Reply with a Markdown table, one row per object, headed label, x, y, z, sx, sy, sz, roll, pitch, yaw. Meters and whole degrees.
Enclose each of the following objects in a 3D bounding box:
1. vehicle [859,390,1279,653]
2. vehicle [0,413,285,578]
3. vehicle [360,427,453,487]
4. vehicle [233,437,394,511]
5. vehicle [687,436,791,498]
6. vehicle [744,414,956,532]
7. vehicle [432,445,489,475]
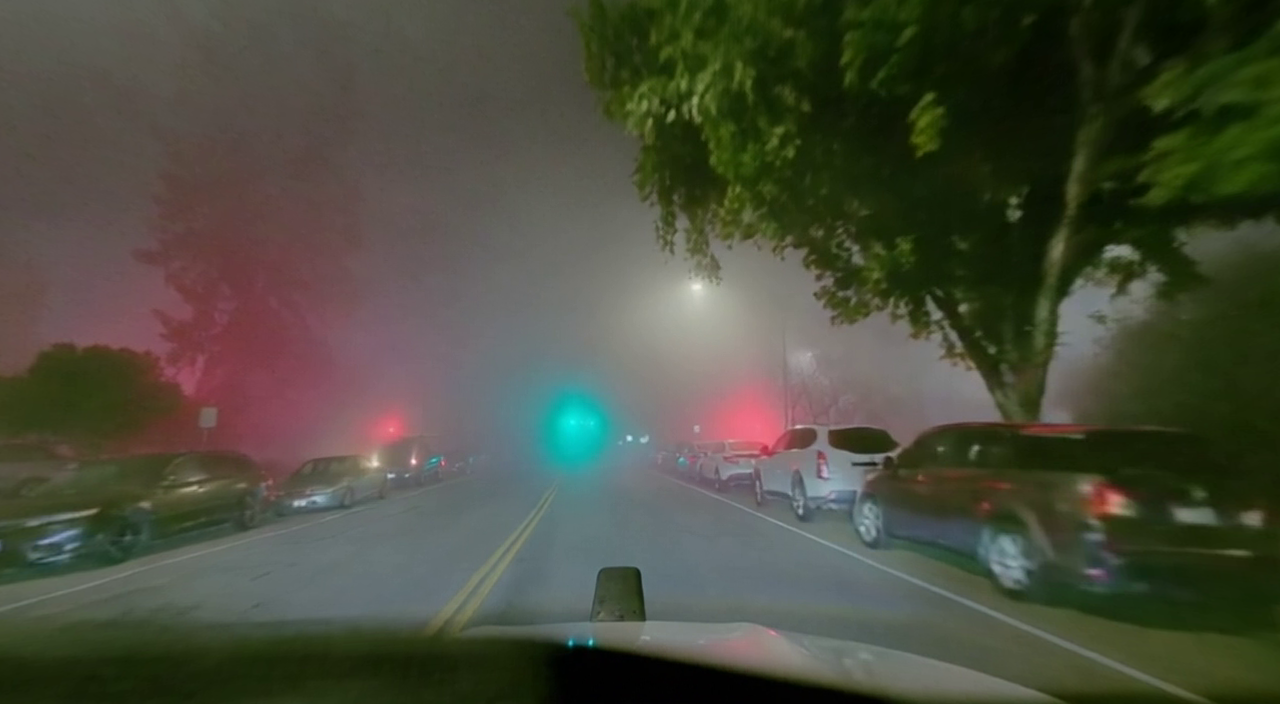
| label | x | y | z | sx | sy | sz | roll | pitch | yaw |
| --- | --- | --- | --- | --- | --- | --- | --- | --- | --- |
| vehicle | 3.935 | 1.302 | 5.919 | 1.954 | 1.507 | 4.356 | 0 | -8 | -3 |
| vehicle | -7.836 | 2.075 | 9.748 | 2.072 | 1.840 | 5.197 | -1 | -9 | -6 |
| vehicle | -9.223 | 4.183 | 25.419 | 2.146 | 2.167 | 5.339 | 1 | -8 | -5 |
| vehicle | -8.397 | 3.138 | 16.824 | 2.055 | 1.663 | 4.889 | 1 | -8 | -5 |
| vehicle | 2.690 | 3.267 | 18.375 | 2.009 | 1.547 | 4.574 | 0 | -8 | -4 |
| vehicle | 3.632 | 2.197 | 12.069 | 2.071 | 1.781 | 4.737 | 1 | -9 | -5 |
| vehicle | -9.668 | 5.833 | 34.282 | 2.057 | 1.486 | 4.759 | 0 | -8 | -4 |
